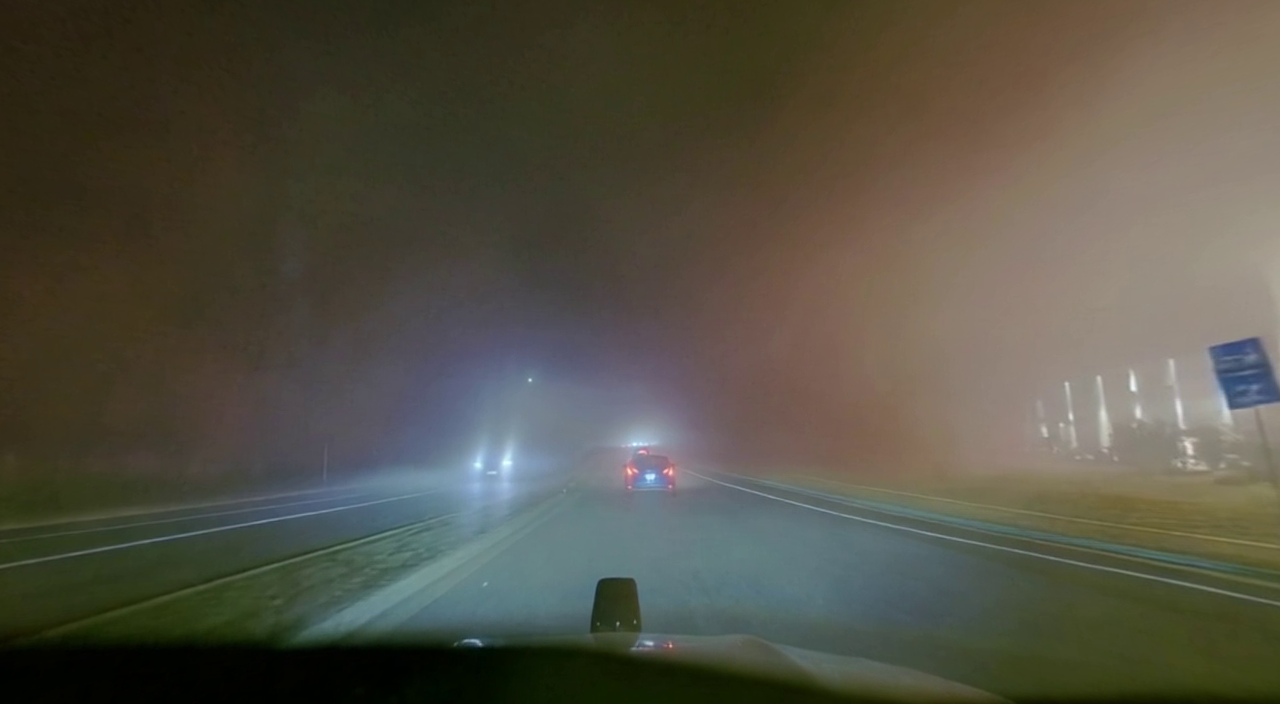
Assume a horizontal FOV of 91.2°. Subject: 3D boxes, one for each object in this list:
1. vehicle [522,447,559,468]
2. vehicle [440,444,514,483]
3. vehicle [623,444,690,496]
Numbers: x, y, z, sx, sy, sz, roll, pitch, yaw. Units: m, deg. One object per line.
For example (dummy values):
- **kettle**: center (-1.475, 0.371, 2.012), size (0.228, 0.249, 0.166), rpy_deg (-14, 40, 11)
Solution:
- **vehicle**: center (-7.645, 8.148, 48.650), size (1.988, 1.510, 4.722), rpy_deg (-1, -9, 1)
- **vehicle**: center (-7.952, 5.483, 31.168), size (2.171, 1.757, 4.706), rpy_deg (-1, -9, 4)
- **vehicle**: center (0.441, 3.850, 20.767), size (2.014, 1.525, 3.670), rpy_deg (0, -9, -2)
